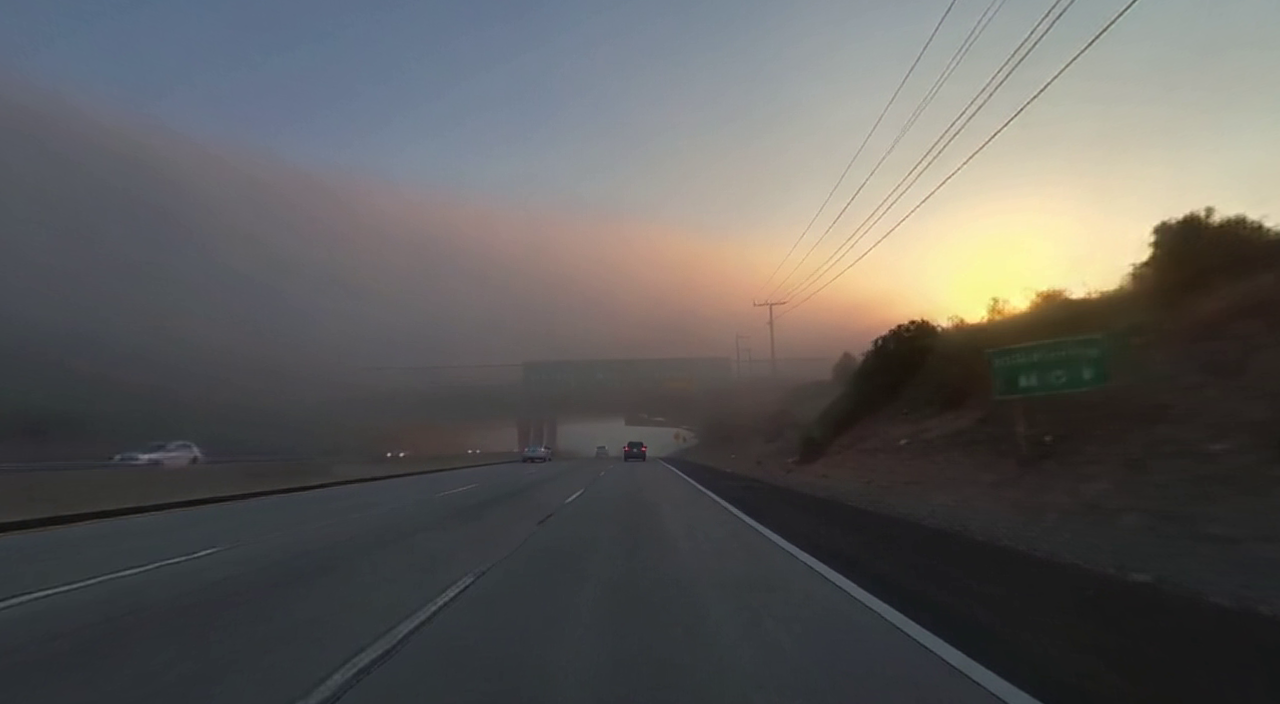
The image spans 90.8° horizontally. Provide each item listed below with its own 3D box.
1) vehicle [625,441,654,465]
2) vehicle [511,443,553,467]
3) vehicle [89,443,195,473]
[{"bbox_3d":[-0.042,7.434,46.685,2.063,1.715,4.299,0,-8,0],"label":"vehicle"},{"bbox_3d":[-7.343,7.025,43.363,2.077,1.511,4.323,0,-8,1],"label":"vehicle"},{"bbox_3d":[-35.683,7.578,45.573,2.391,1.995,6.473,0,-8,0],"label":"vehicle"}]
